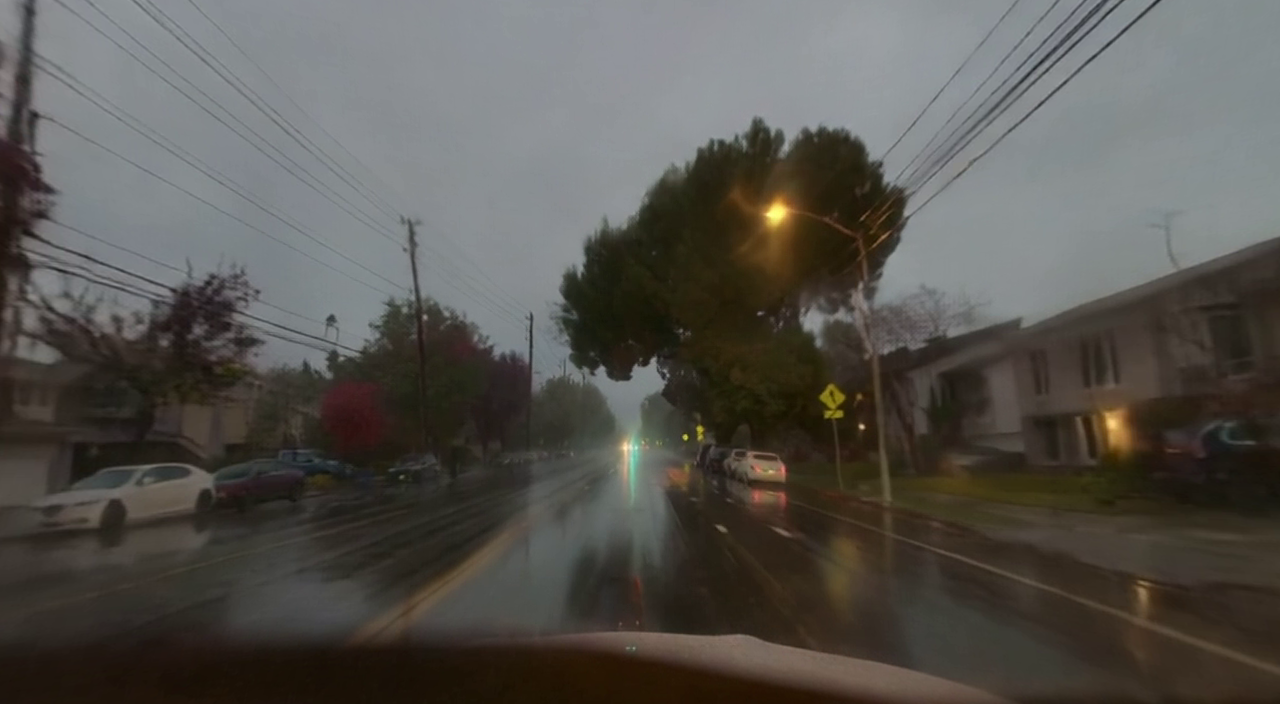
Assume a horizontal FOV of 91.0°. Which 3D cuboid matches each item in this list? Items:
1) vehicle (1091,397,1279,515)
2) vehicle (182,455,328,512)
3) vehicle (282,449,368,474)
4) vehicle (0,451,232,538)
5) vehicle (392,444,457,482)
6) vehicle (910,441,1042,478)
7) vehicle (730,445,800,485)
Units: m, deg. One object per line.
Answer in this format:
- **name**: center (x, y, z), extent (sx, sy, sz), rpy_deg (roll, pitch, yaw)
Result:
- **vehicle**: center (12.399, 1.888, 12.041), extent (5.672, 1.951, 2.249), rpy_deg (-2, -9, 0)
- **vehicle**: center (-12.186, 4.147, 20.344), extent (1.877, 1.474, 4.419), rpy_deg (-2, -9, 1)
- **vehicle**: center (-20.828, 7.265, 41.763), extent (4.601, 1.613, 2.030), rpy_deg (0, -8, -2)
- **vehicle**: center (-12.311, 3.313, 15.295), extent (1.999, 1.650, 4.381), rpy_deg (-3, -9, -2)
- **vehicle**: center (-12.143, 6.258, 35.789), extent (2.116, 1.875, 4.675), rpy_deg (-3, -9, 0)
- **vehicle**: center (12.738, 4.080, 24.057), extent (3.983, 1.332, 1.812), rpy_deg (0, -8, 2)
- **vehicle**: center (5.018, 4.563, 25.819), extent (1.924, 1.471, 4.259), rpy_deg (0, -8, -1)
